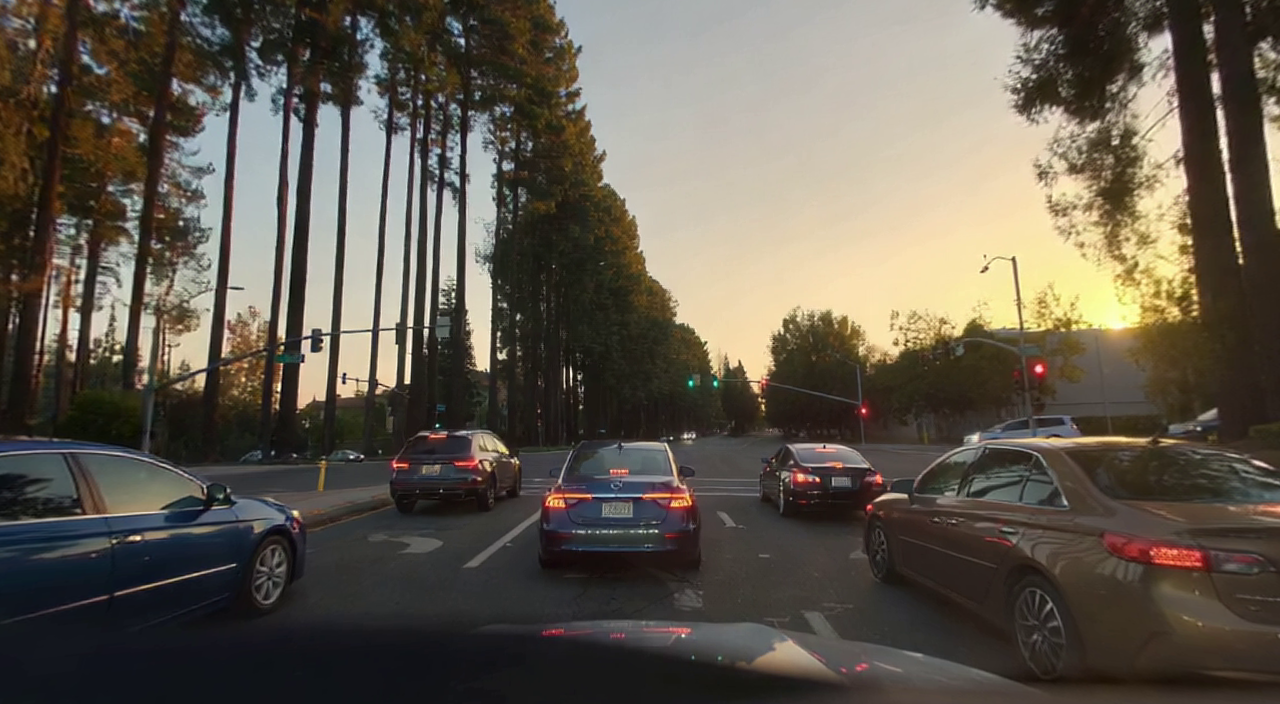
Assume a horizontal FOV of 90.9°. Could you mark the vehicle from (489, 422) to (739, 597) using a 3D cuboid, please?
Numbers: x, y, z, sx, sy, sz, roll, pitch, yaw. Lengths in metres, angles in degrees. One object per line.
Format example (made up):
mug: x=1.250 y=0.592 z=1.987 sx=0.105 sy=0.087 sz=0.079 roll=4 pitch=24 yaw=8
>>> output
vehicle: x=-0.259 y=1.640 z=7.403 sx=2.147 sy=1.479 sz=3.803 roll=0 pitch=-8 yaw=-1

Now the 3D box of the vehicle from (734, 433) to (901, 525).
vehicle: x=3.174 y=2.336 z=12.327 sx=1.975 sy=1.460 sz=4.357 roll=0 pitch=-8 yaw=0

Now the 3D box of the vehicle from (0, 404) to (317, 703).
vehicle: x=-3.654 y=1.021 z=2.995 sx=1.935 sy=1.482 sz=4.433 roll=0 pitch=-8 yaw=-1

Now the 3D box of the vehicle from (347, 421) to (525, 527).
vehicle: x=-3.731 y=2.313 z=12.478 sx=1.961 sy=1.714 sz=4.268 roll=0 pitch=-8 yaw=2

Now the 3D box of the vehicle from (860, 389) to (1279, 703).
vehicle: x=3.132 y=1.151 z=4.055 sx=1.903 sy=1.480 sz=4.270 roll=0 pitch=-8 yaw=0
